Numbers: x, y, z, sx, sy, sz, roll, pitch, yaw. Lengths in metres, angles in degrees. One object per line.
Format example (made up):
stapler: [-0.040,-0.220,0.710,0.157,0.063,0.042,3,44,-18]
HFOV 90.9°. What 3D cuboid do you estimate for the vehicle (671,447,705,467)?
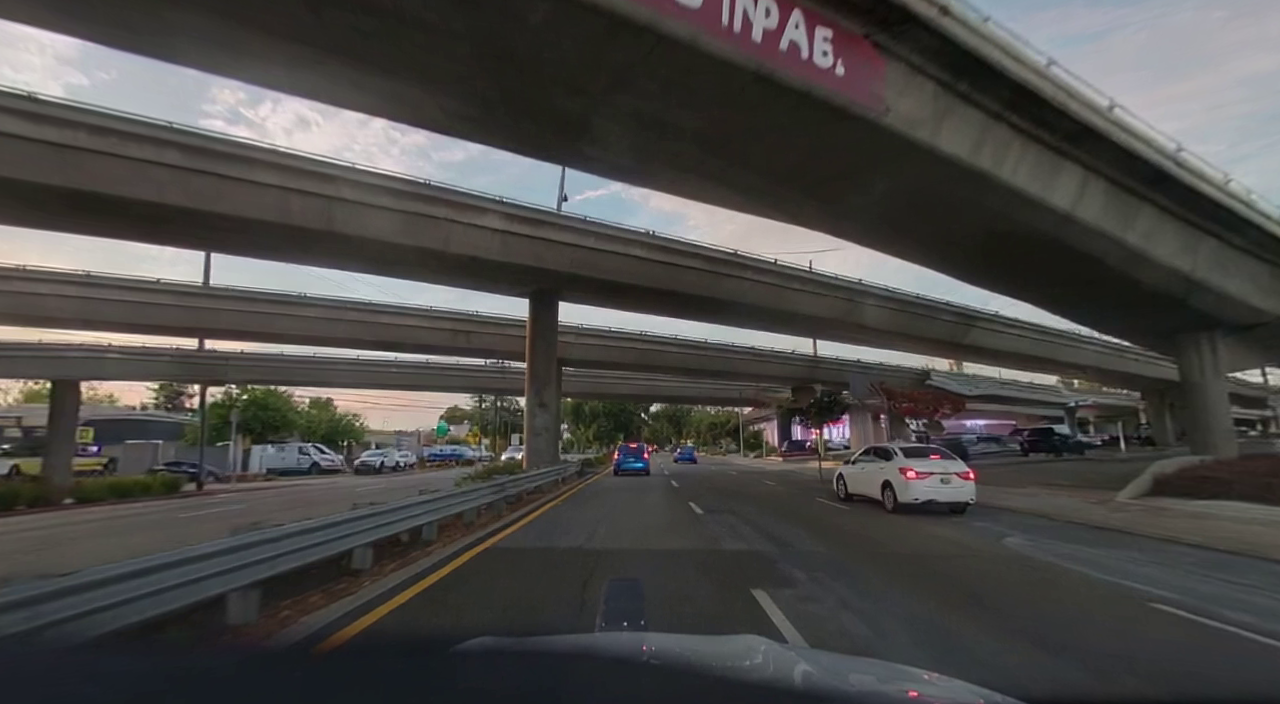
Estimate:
vehicle: [3.534,7.806,47.095,2.126,1.375,4.241,0,-8,-1]

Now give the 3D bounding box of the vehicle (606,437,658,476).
vehicle: [-0.359,5.257,32.041,2.441,1.813,4.581,0,-8,1]

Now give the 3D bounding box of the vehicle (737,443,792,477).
vehicle: [6.584,5.747,33.808,1.974,1.663,4.299,0,-8,-1]

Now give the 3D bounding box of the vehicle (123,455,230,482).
vehicle: [-26.850,6.760,36.686,4.582,1.429,1.962,3,-9,-21]

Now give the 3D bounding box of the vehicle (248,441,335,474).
vehicle: [-25.207,7.645,46.063,2.510,2.180,7.492,0,-8,-4]

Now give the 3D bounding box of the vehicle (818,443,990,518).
vehicle: [5.968,2.928,14.984,1.954,1.479,4.557,0,-8,-3]

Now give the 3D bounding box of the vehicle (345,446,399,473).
vehicle: [-19.524,7.809,46.125,1.989,1.820,4.427,0,-9,-1]
